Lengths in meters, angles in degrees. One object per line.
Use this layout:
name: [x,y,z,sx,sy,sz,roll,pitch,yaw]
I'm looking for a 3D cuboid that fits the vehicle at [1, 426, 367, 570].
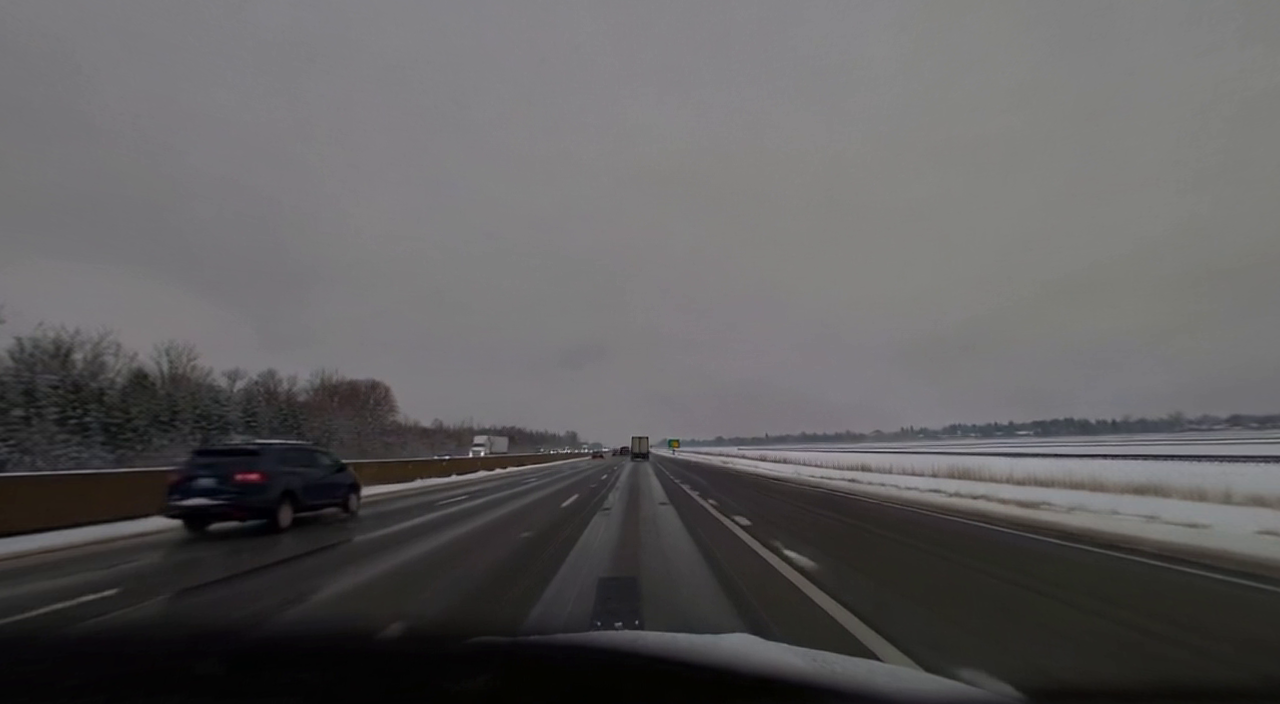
vehicle: [-6.492,2.121,9.940,2.234,1.698,4.634,0,-9,1]
